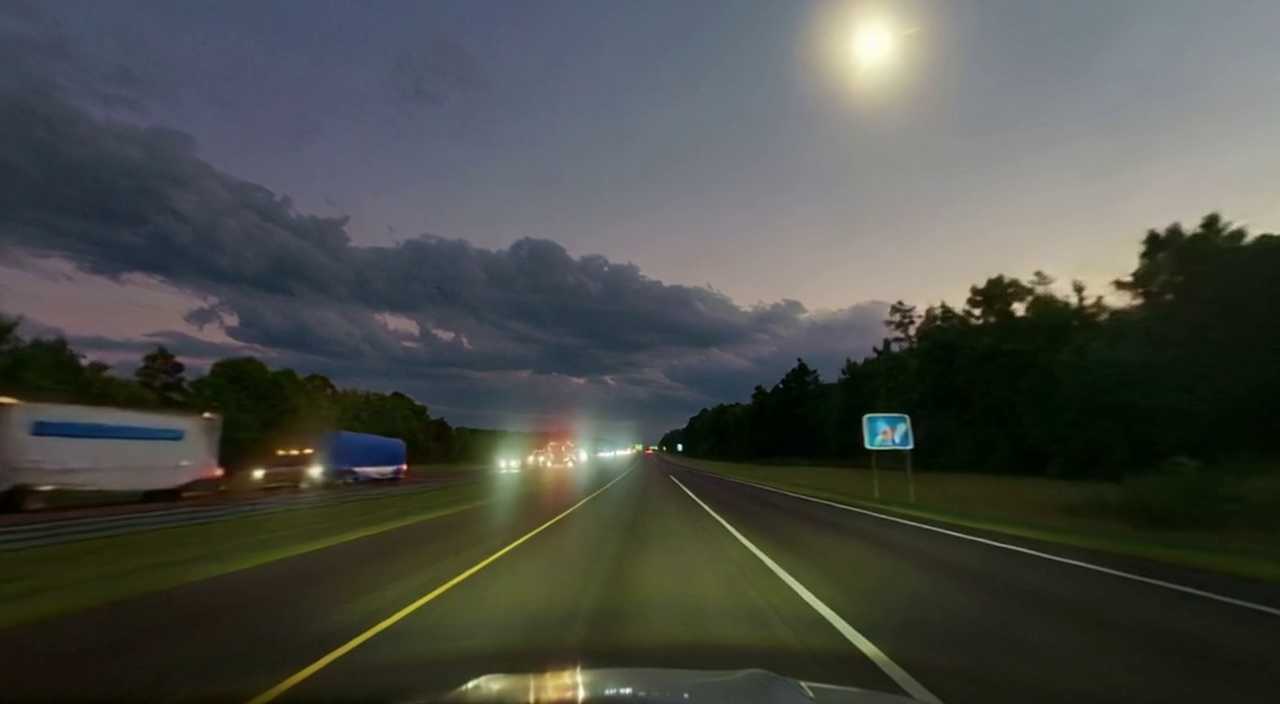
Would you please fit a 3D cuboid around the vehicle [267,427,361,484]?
[{"bbox_3d":[-22.133,7.074,43.237,2.990,3.635,6.002,0,-9,2],"label":"vehicle"}]
